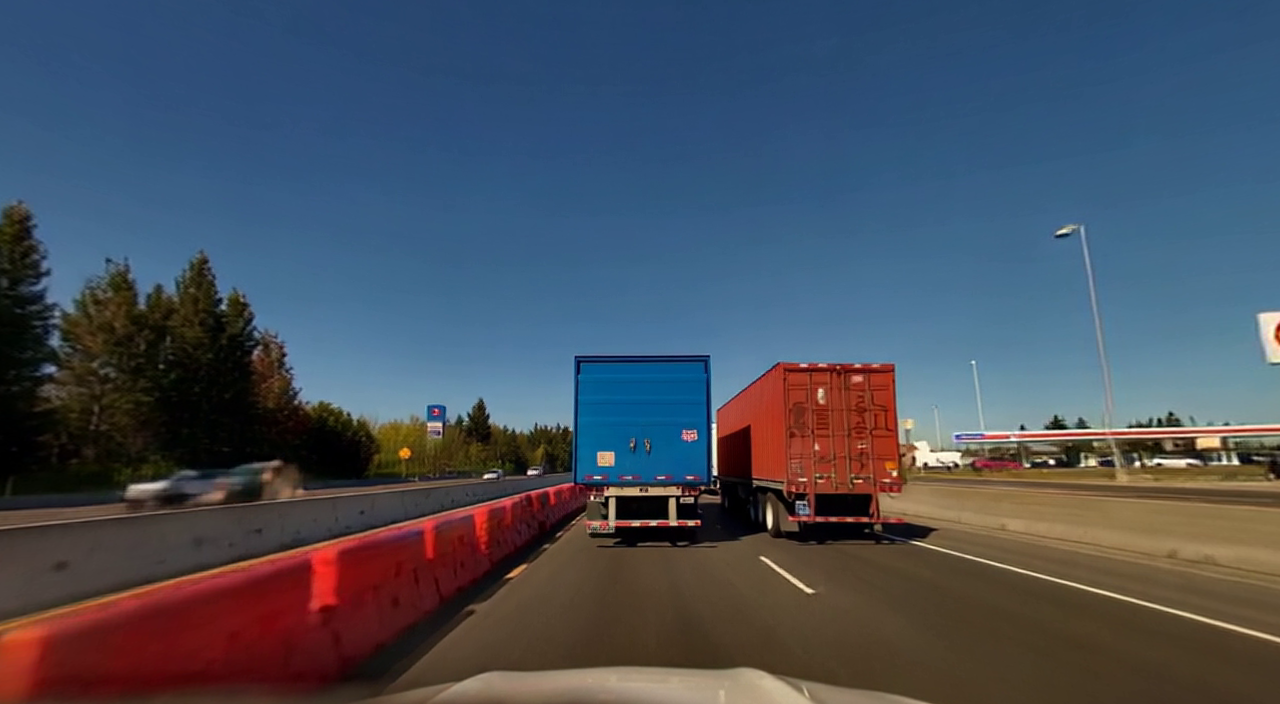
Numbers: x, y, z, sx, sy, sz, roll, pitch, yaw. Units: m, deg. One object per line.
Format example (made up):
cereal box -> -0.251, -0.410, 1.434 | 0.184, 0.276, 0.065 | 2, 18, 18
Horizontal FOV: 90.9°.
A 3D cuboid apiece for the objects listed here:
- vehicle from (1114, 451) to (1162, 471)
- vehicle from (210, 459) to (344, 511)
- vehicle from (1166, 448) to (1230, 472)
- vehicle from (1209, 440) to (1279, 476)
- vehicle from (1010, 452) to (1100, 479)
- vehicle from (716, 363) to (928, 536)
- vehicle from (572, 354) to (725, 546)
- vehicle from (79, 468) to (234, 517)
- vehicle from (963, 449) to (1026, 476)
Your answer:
vehicle -> 38.412, 8.451, 48.585 | 3.565, 1.448, 1.866 | 8, -13, -36
vehicle -> -12.111, 4.456, 21.428 | 1.891, 1.537, 4.321 | 1, -10, 1
vehicle -> 36.864, 7.170, 41.601 | 4.315, 1.469, 1.823 | 7, -12, -31
vehicle -> 31.199, 5.289, 31.225 | 1.843, 1.655, 4.401 | 1, -10, 0
vehicle -> 24.602, 6.747, 37.527 | 1.762, 1.470, 4.485 | 3, -11, -10
vehicle -> 4.427, 2.901, 18.151 | 2.936, 3.640, 9.443 | 1, -10, -2
vehicle -> 0.068, 2.466, 15.335 | 2.618, 3.306, 8.676 | 1, -10, -1
vehicle -> -16.744, 4.862, 22.182 | 1.892, 1.507, 4.458 | 1, -10, -1
vehicle -> 24.739, 7.762, 44.124 | 1.919, 1.722, 4.024 | 1, -10, -2
